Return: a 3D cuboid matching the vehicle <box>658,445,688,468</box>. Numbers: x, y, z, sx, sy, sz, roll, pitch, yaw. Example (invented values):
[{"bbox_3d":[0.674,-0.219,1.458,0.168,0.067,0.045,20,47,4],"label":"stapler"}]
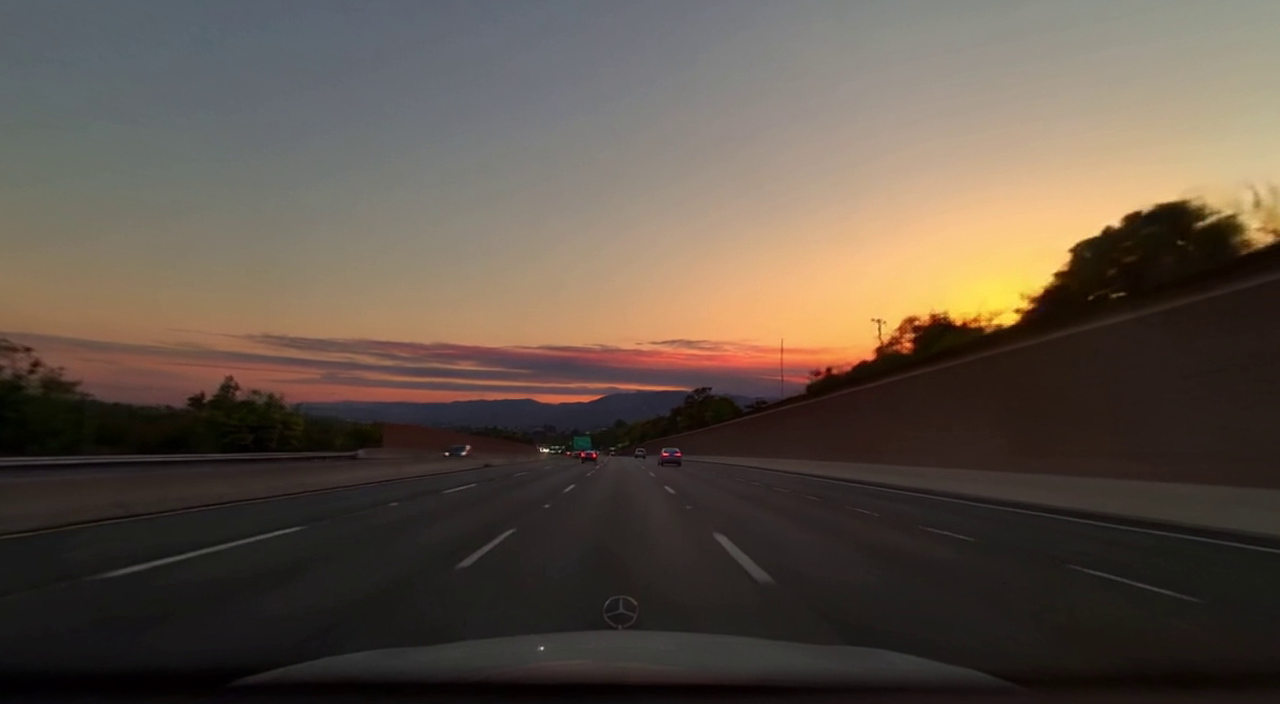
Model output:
[{"bbox_3d":[2.283,7.422,44.513,1.895,1.555,4.030,0,-9,0],"label":"vehicle"}]
